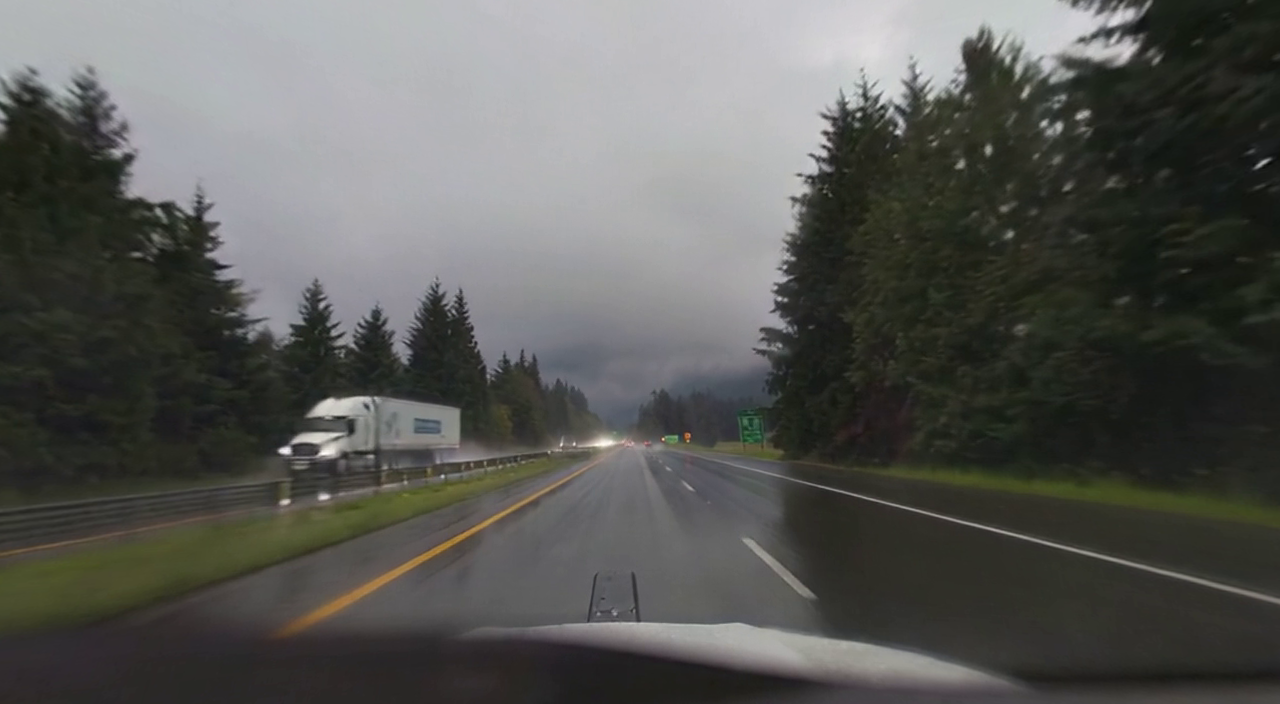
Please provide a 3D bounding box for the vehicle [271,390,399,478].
[{"bbox_3d":[-14.173,3.920,29.943,2.960,3.712,6.112,0,-8,0],"label":"vehicle"}]
